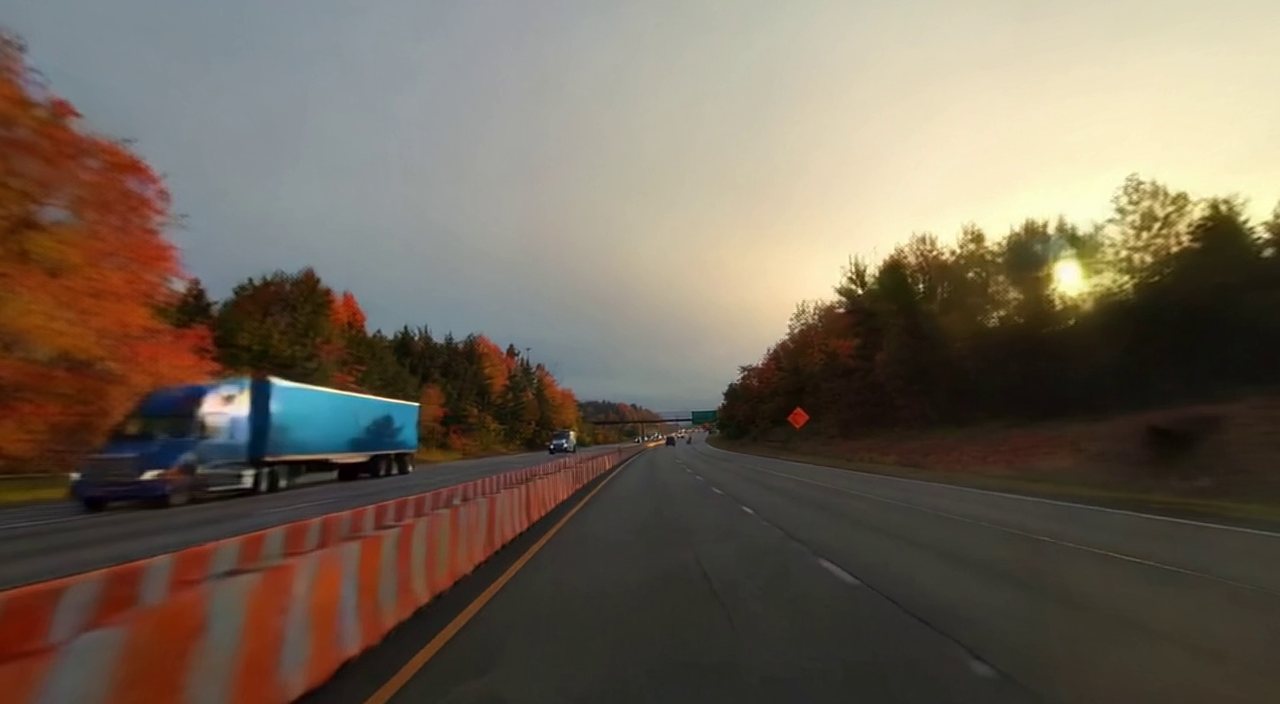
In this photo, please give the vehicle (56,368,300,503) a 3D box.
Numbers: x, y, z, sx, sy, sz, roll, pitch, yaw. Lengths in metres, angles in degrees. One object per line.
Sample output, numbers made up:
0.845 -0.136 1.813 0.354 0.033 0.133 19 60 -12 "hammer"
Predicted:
-14.692 2.789 20.874 3.094 3.803 6.248 0 -8 1 "vehicle"
